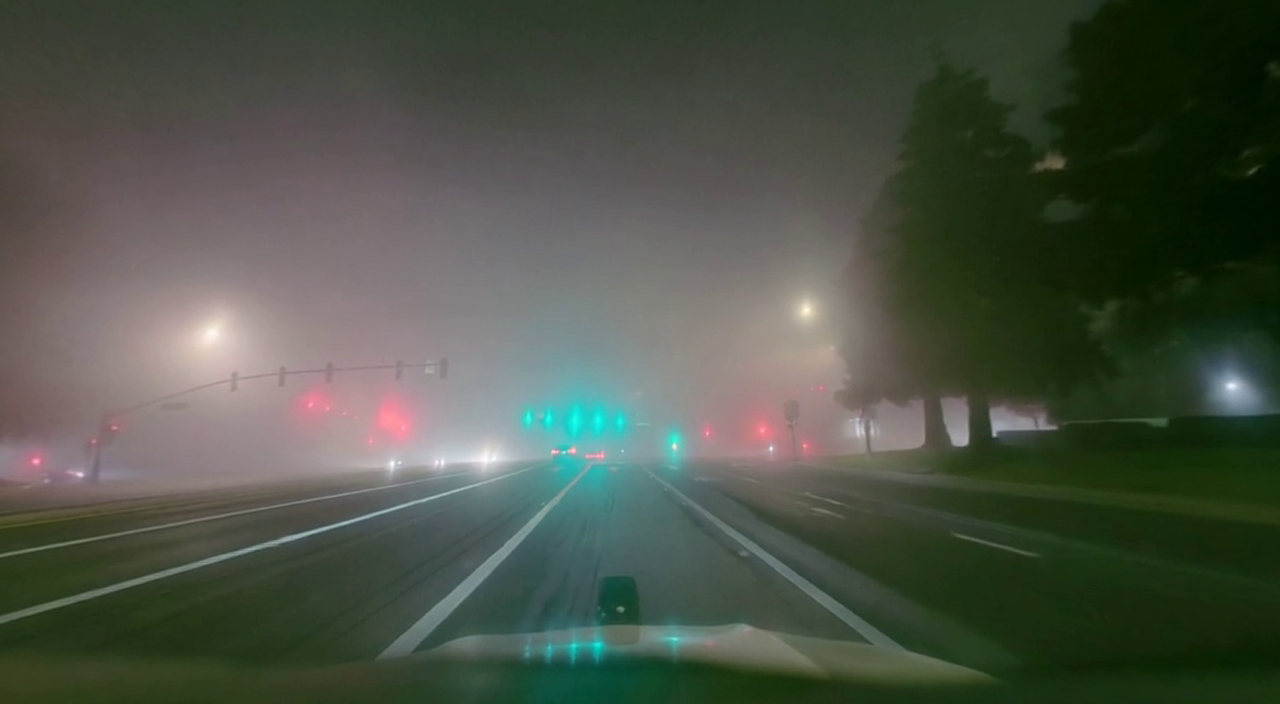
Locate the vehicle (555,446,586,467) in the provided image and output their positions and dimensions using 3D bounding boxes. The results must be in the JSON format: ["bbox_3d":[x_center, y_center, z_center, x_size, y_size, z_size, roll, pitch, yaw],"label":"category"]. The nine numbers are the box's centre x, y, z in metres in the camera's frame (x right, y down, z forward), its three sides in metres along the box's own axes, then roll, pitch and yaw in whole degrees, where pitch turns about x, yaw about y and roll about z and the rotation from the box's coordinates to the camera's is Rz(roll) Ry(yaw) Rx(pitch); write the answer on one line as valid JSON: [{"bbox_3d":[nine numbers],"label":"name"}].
[{"bbox_3d":[-5.277,7.961,48.341,2.073,1.445,4.151,0,-8,-2],"label":"vehicle"}]
